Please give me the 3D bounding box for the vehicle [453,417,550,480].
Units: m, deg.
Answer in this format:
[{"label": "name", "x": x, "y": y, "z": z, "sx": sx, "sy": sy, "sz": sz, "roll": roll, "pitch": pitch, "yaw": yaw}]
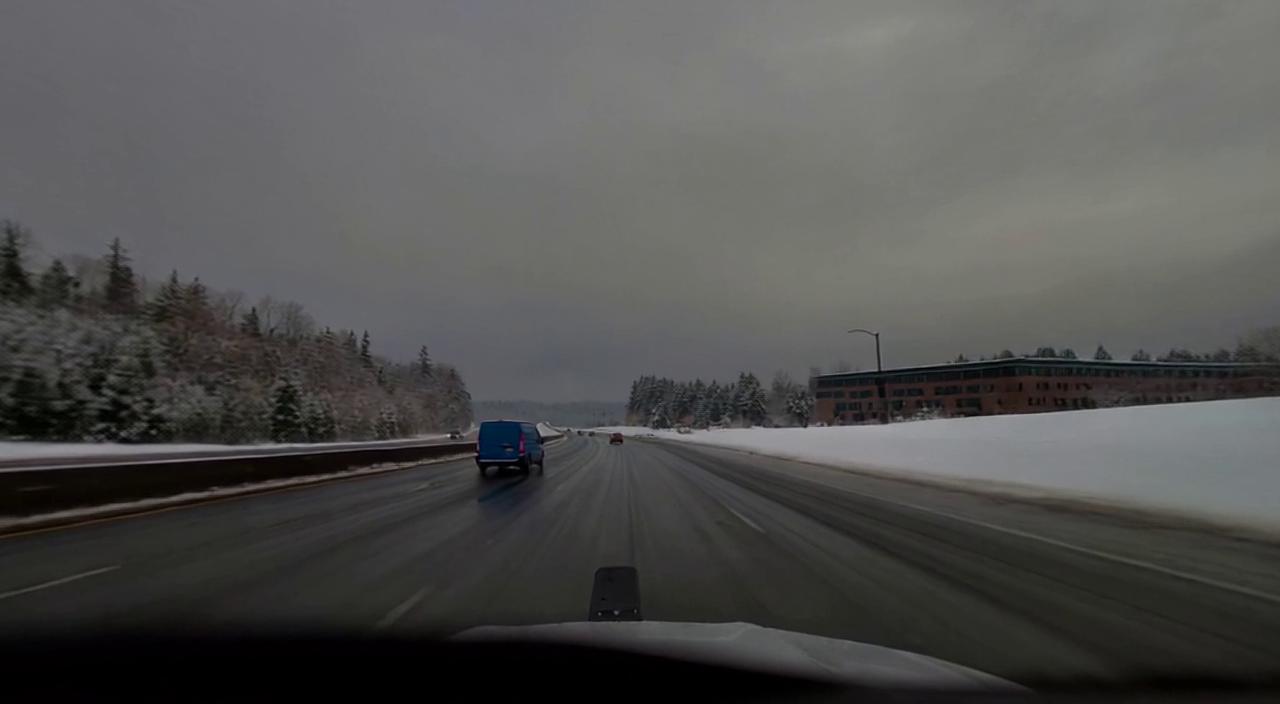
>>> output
[{"label": "vehicle", "x": -4.396, "y": 3.149, "z": 20.870, "sx": 2.219, "sy": 1.827, "sz": 4.738, "roll": 0, "pitch": -8, "yaw": -1}]
